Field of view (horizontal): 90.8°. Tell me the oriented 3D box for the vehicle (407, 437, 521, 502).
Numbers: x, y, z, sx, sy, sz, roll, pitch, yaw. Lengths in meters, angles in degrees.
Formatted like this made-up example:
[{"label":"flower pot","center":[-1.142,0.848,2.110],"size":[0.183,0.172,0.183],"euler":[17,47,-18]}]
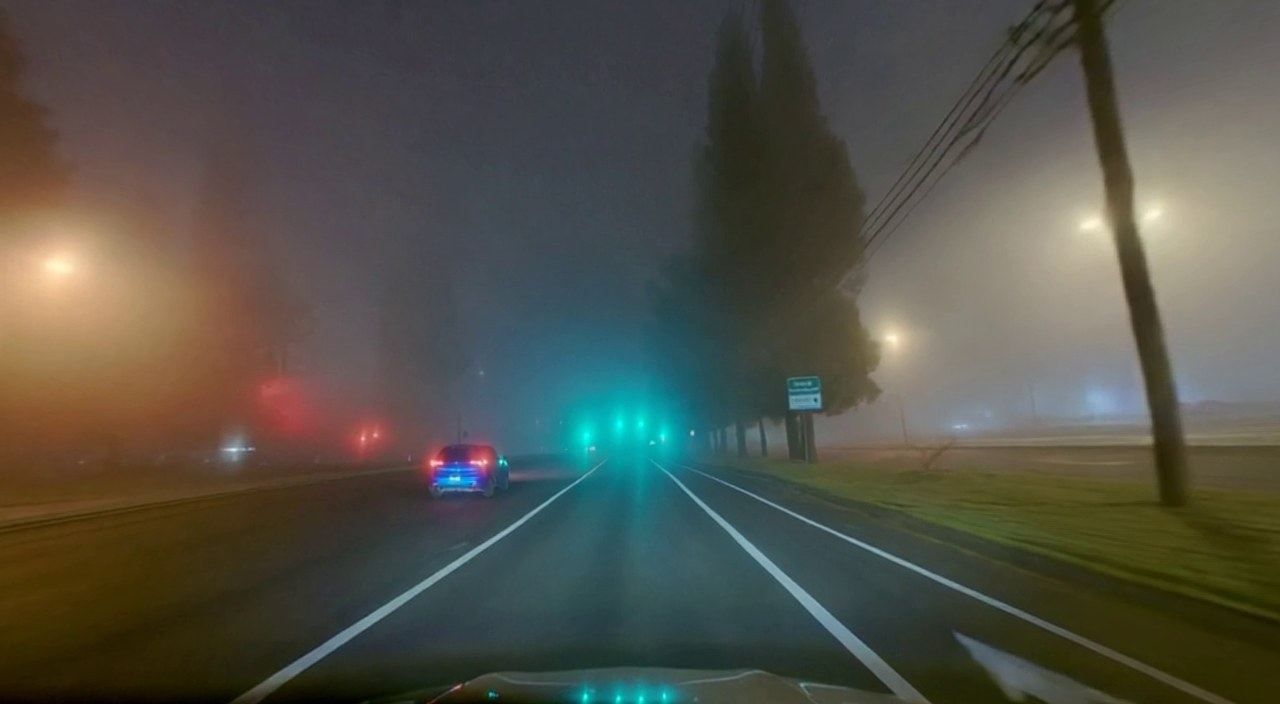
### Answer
[{"label":"vehicle","center":[-4.485,3.041,16.796],"size":[1.964,1.472,4.078],"euler":[0,-8,-2]}]
